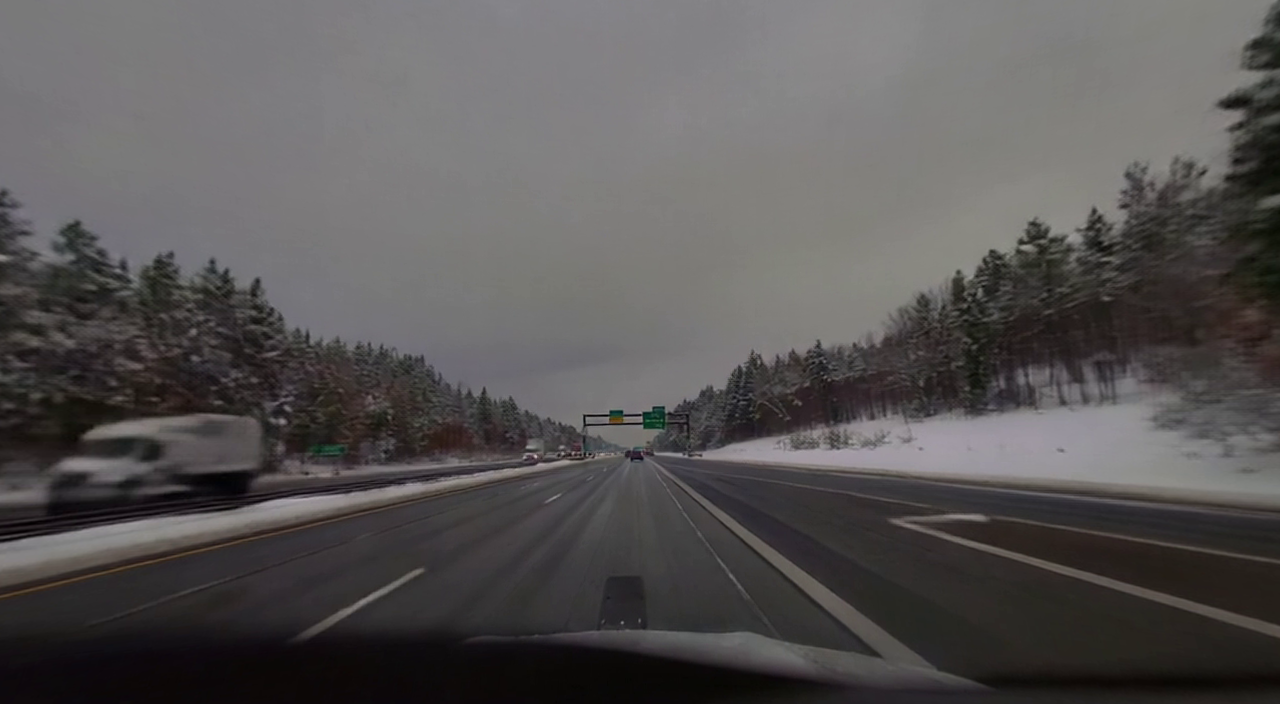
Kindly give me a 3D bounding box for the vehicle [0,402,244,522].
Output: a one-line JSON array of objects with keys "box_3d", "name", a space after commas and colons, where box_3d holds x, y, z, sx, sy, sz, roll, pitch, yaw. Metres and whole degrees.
[{"box_3d": [-14.123, 2.993, 17.485, 2.285, 2.710, 6.085, 0, -9, -1], "name": "vehicle"}]
